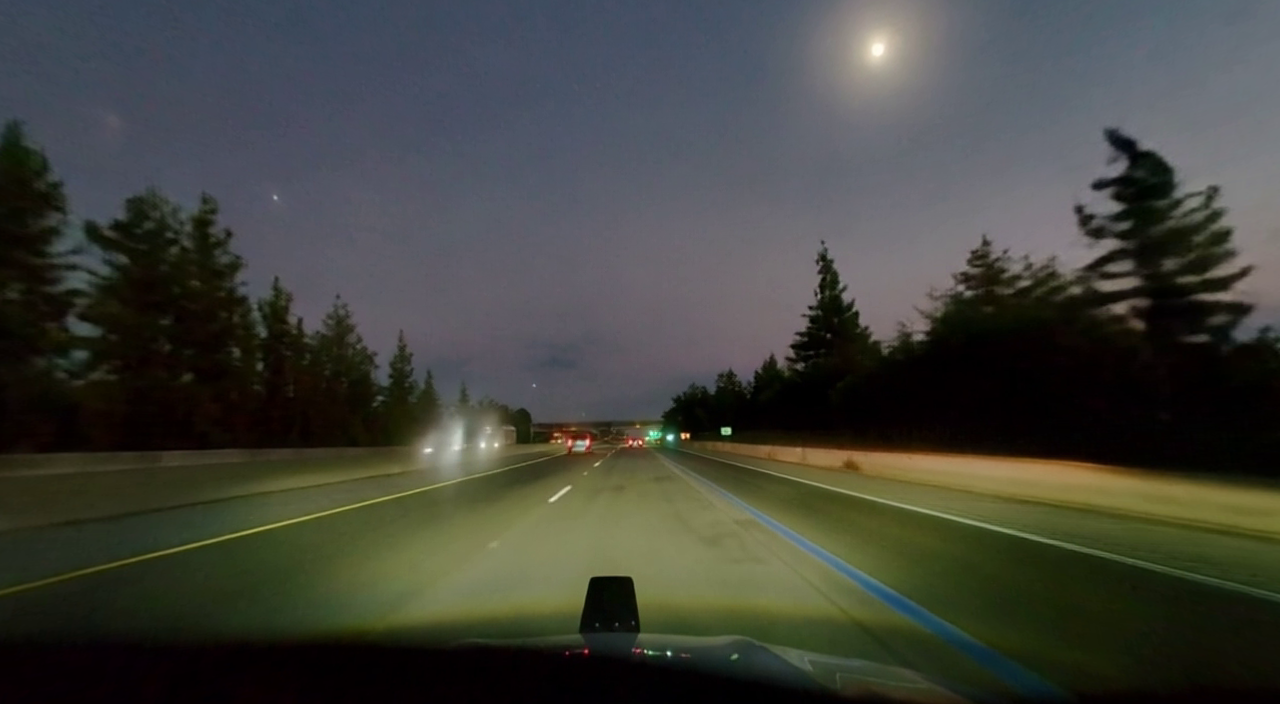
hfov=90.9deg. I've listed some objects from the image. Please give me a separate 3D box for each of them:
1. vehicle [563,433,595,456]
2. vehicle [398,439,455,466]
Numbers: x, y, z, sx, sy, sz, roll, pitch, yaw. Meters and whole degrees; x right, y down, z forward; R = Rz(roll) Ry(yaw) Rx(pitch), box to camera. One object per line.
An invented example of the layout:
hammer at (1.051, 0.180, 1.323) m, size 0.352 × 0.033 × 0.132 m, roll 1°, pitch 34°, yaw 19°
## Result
vehicle at (-4.552, 6.949, 47.543) m, size 2.003 × 1.626 × 4.256 m, roll 0°, pitch -8°, yaw 0°
vehicle at (-12.085, 5.665, 35.859) m, size 1.857 × 1.423 × 3.941 m, roll 0°, pitch -8°, yaw 0°
